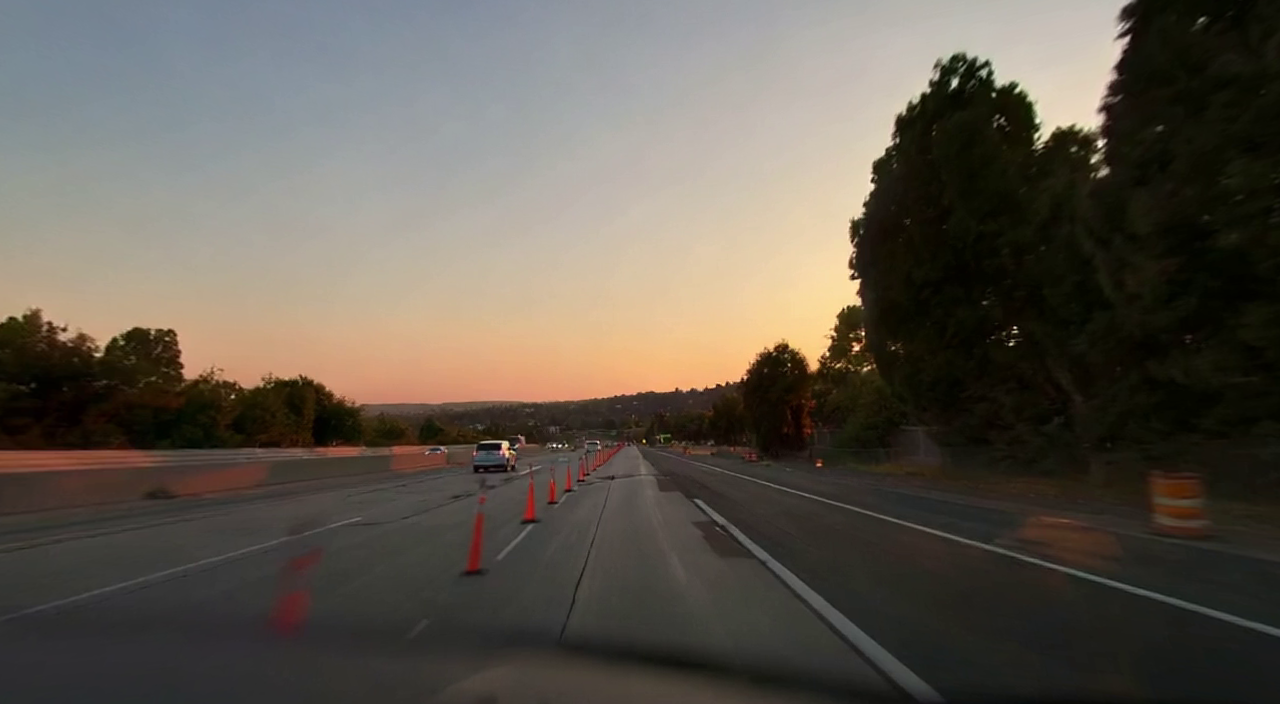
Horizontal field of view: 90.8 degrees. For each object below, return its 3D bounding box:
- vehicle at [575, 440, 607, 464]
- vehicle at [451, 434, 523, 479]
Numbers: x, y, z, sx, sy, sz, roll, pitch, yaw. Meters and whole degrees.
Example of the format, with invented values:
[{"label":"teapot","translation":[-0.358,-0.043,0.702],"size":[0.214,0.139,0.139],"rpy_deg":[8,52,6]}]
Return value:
[{"label":"vehicle","translation":[-3.661,7.571,47.900],"size":[2.099,1.717,4.461],"rpy_deg":[0,-9,-1]},{"label":"vehicle","translation":[-6.505,4.498,27.472],"size":[2.036,1.758,4.529],"rpy_deg":[0,-9,-1]}]
